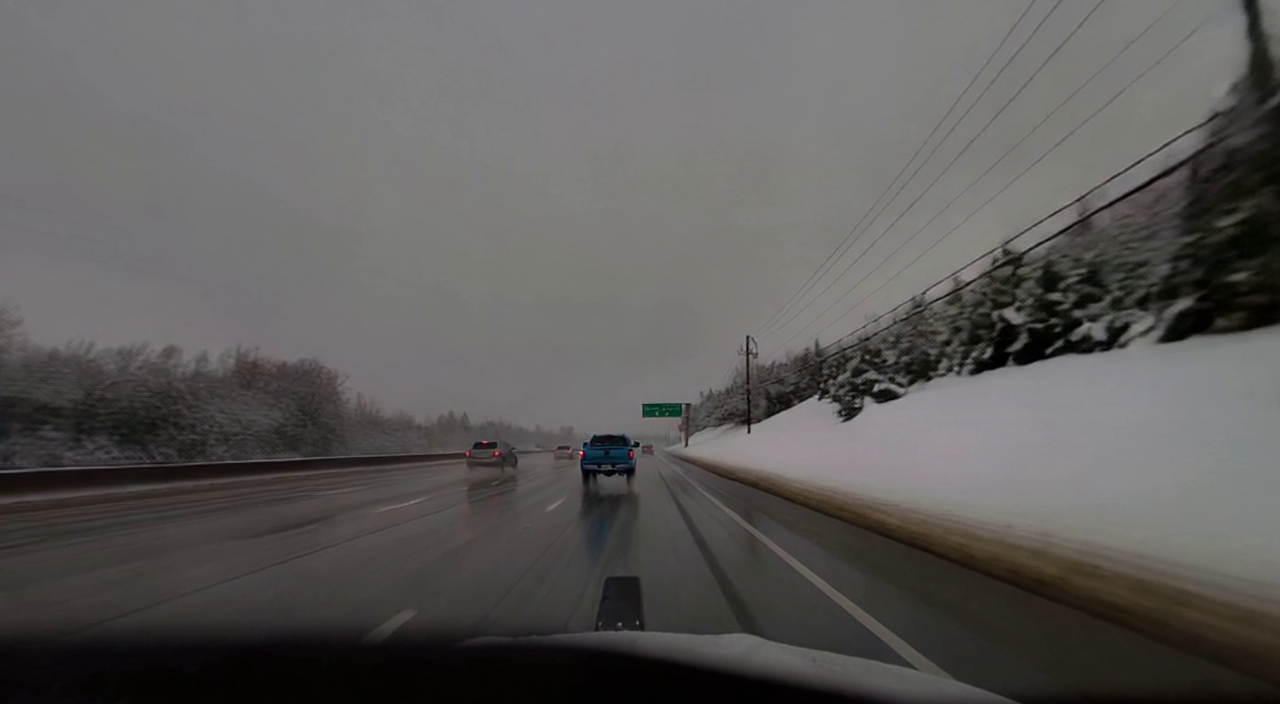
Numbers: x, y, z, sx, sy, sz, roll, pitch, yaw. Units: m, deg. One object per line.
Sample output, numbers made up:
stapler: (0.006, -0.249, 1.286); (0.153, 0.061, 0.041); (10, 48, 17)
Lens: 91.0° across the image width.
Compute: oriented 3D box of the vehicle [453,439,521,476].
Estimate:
vehicle: (-7.165, 4.969, 29.913); (2.055, 1.618, 4.457); (0, -9, 1)

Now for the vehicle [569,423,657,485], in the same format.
vehicle: (-0.915, 3.951, 24.585); (2.972, 2.087, 6.126); (0, -9, 0)
